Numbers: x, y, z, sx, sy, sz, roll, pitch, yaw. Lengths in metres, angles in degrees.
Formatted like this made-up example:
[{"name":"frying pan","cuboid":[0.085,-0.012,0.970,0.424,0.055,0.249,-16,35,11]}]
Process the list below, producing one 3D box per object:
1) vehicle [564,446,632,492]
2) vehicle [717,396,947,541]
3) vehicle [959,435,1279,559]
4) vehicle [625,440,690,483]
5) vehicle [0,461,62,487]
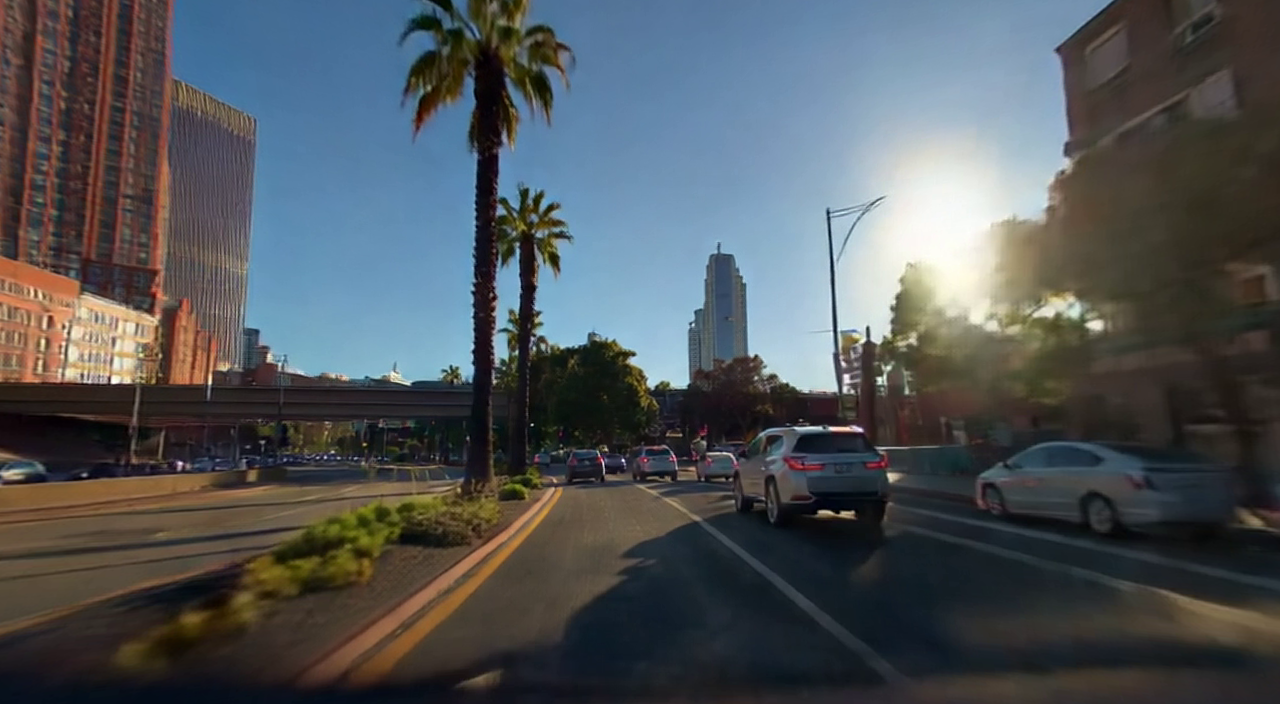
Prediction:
[{"name":"vehicle","cuboid":[-1.791,4.569,25.194,2.332,1.625,4.933,1,-9,-8]},{"name":"vehicle","cuboid":[3.261,2.151,12.246,2.434,2.171,5.098,1,-9,-5]},{"name":"vehicle","cuboid":[7.587,2.139,10.186,2.160,1.494,4.721,0,-9,-4]},{"name":"vehicle","cuboid":[0.742,5.455,31.845,2.407,1.991,5.130,1,-9,-9]},{"name":"vehicle","cuboid":[-38.187,7.522,39.094,1.623,1.409,3.461,0,-9,-4]}]
